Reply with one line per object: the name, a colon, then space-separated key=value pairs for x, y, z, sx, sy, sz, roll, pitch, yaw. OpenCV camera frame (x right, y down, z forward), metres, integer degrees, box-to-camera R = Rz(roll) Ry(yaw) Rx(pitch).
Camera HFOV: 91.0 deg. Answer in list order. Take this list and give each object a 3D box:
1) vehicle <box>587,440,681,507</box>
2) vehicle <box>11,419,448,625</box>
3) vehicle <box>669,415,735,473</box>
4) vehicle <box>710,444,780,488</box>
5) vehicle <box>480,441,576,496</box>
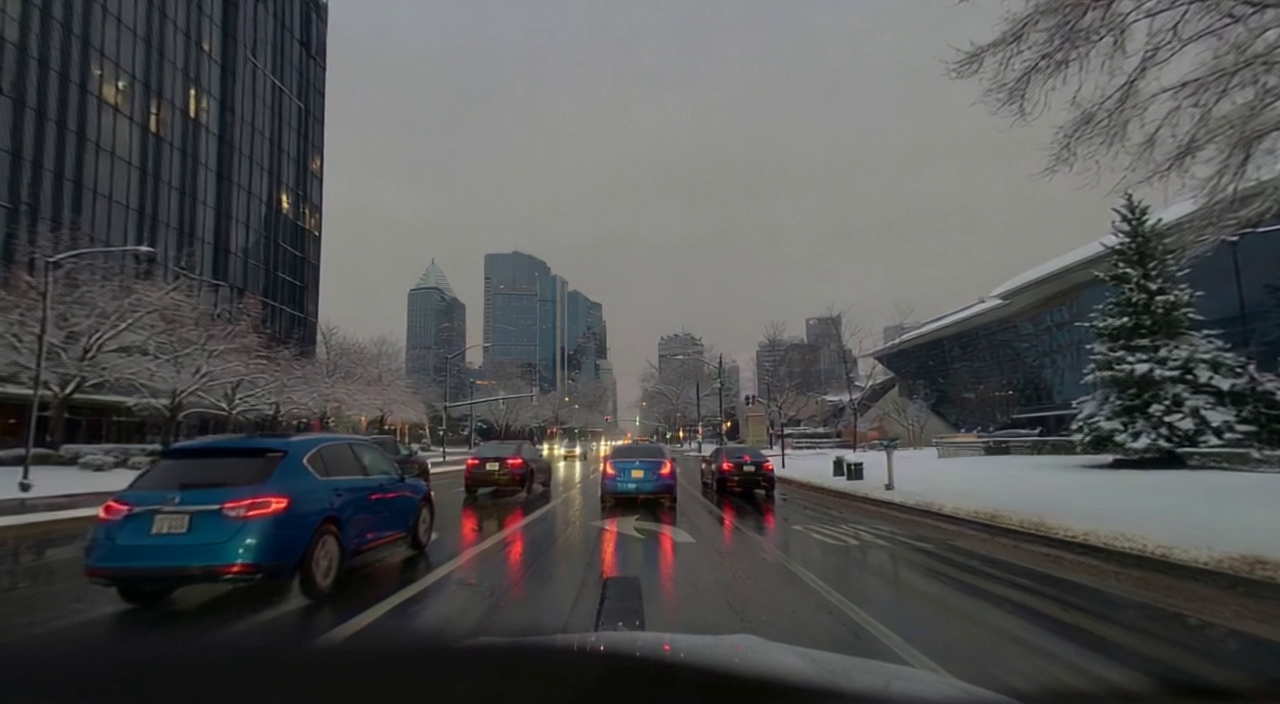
vehicle: x=-0.107 y=3.146 z=16.801 sx=2.174 sy=1.509 sz=4.374 roll=0 pitch=-9 yaw=1
vehicle: x=-3.705 y=1.585 z=6.852 sx=1.933 sy=1.520 sz=4.195 roll=0 pitch=-9 yaw=-1
vehicle: x=3.921 y=6.334 z=43.294 sx=3.074 sy=3.316 sz=12.953 roll=0 pitch=-9 yaw=-1
vehicle: x=3.910 y=4.312 z=24.170 sx=1.940 sy=1.514 sz=4.187 roll=0 pitch=-9 yaw=0
vehicle: x=-3.325 y=3.565 z=19.724 sx=2.044 sy=1.508 sz=4.479 roll=0 pitch=-9 yaw=2
